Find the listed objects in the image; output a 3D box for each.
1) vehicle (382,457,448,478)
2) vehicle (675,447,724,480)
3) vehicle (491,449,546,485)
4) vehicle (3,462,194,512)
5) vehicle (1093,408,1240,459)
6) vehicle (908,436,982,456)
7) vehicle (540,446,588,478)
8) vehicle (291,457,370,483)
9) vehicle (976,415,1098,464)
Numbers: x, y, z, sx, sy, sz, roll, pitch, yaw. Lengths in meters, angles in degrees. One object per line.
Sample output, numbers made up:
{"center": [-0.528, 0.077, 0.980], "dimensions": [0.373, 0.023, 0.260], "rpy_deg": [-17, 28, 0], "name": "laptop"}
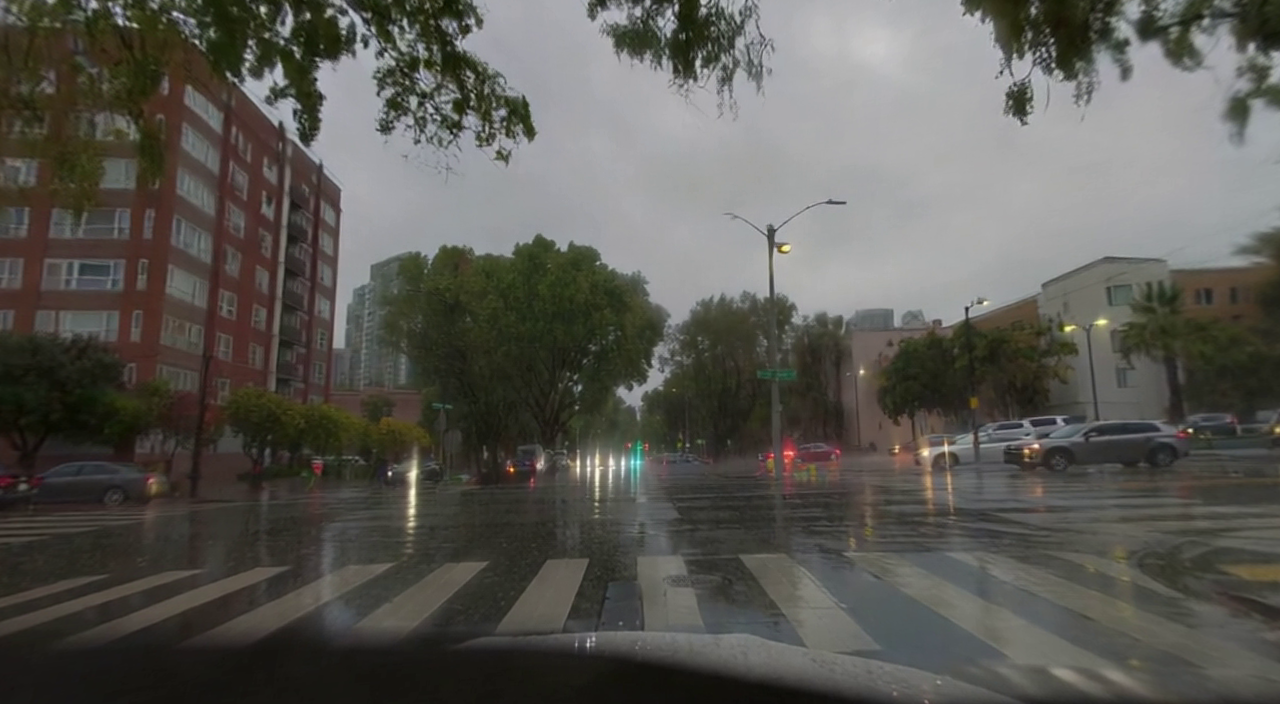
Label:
{"center": [-16.793, 8.645, 47.357], "dimensions": [4.203, 1.544, 1.889], "rpy_deg": [-1, -8, 2], "name": "vehicle"}
{"center": [3.298, 5.986, 34.227], "dimensions": [1.942, 1.603, 3.785], "rpy_deg": [0, -8, 16], "name": "vehicle"}
{"center": [-7.616, 7.249, 40.247], "dimensions": [2.193, 1.814, 5.061], "rpy_deg": [-9, -8, 0], "name": "vehicle"}
{"center": [-17.315, 4.316, 20.368], "dimensions": [4.439, 1.448, 1.793], "rpy_deg": [0, -9, 0], "name": "vehicle"}
{"center": [22.304, 3.529, 27.140], "dimensions": [2.137, 1.962, 4.988], "rpy_deg": [-1, -8, 3], "name": "vehicle"}
{"center": [23.014, 7.084, 47.767], "dimensions": [4.528, 1.475, 2.070], "rpy_deg": [0, -8, 3], "name": "vehicle"}
{"center": [-4.460, 6.536, 37.649], "dimensions": [2.102, 1.768, 4.290], "rpy_deg": [-1, -10, 3], "name": "vehicle"}
{"center": [-23.225, 8.882, 47.471], "dimensions": [4.844, 1.836, 2.117], "rpy_deg": [-1, -8, 4], "name": "vehicle"}
{"center": [16.743, 3.788, 26.992], "dimensions": [2.041, 1.921, 4.574], "rpy_deg": [0, -9, -2], "name": "vehicle"}
